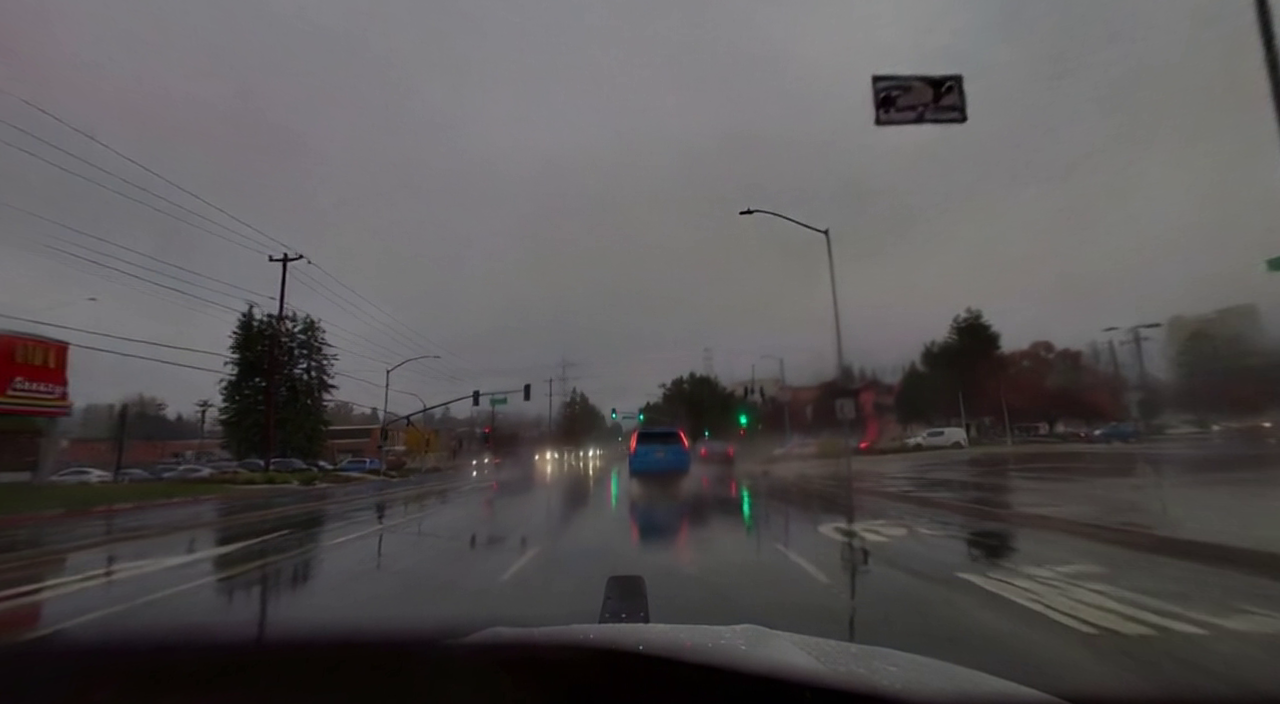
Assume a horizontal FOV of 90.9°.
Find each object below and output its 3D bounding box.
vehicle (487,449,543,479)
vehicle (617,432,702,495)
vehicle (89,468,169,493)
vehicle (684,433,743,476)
[{"bbox_3d":[-6.491,5.855,33.243,1.966,1.461,4.422,0,-9,1],"label":"vehicle"},{"bbox_3d":[0.568,3.719,21.455,2.513,1.854,5.235,0,-9,0],"label":"vehicle"},{"bbox_3d":[-34.397,8.628,42.447,4.542,1.475,1.903,-3,-9,18],"label":"vehicle"},{"bbox_3d":[3.916,5.626,34.715,2.452,2.148,5.877,0,-9,-1],"label":"vehicle"}]
